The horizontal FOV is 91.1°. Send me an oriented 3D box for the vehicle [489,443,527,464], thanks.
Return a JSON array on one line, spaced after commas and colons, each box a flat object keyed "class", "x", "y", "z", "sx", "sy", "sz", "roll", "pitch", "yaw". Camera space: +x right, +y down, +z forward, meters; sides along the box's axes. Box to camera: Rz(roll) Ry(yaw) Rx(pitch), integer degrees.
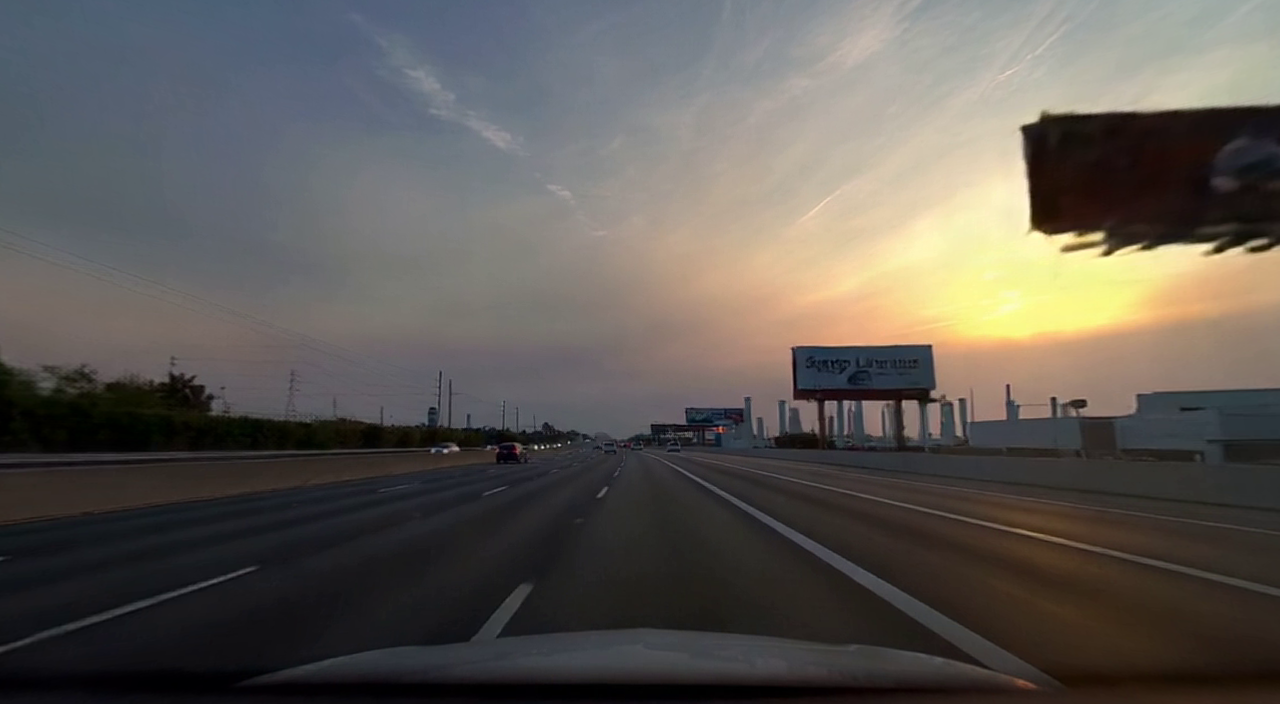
[{"class": "vehicle", "x": -10.311, "y": 7.959, "z": 49.277, "sx": 1.974, "sy": 1.513, "sz": 4.584, "roll": 0, "pitch": -9, "yaw": 0}]
